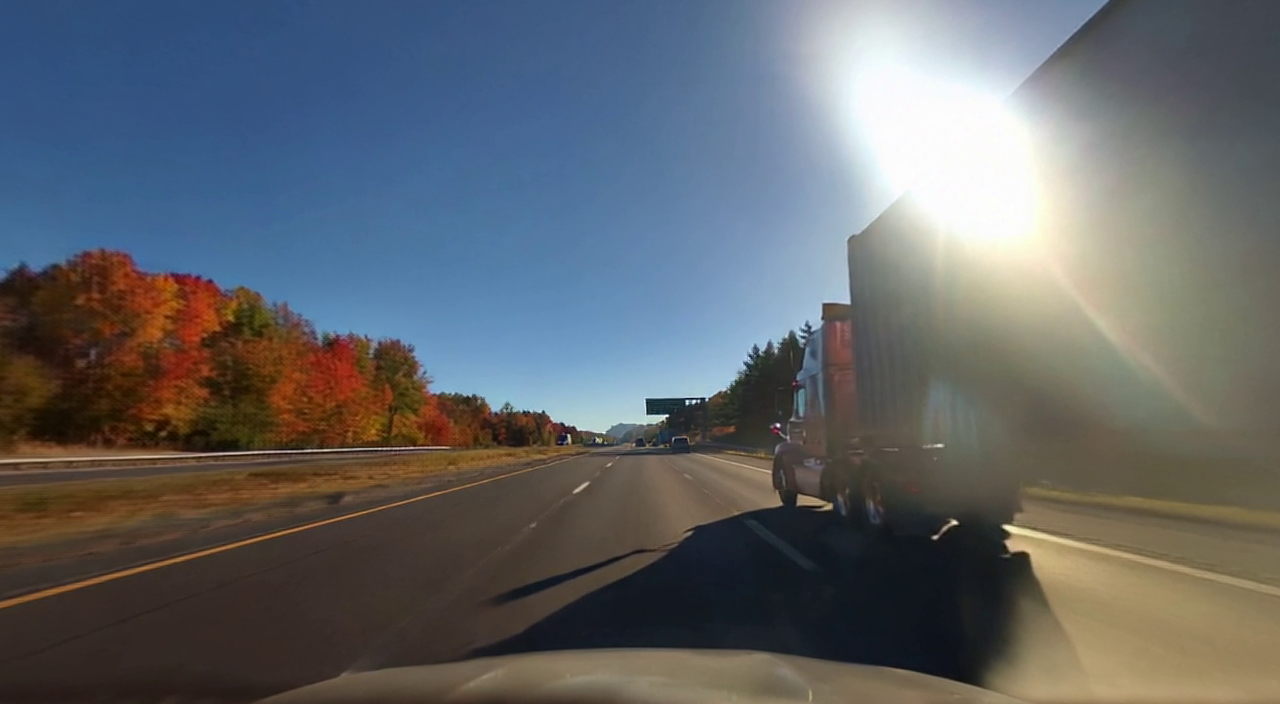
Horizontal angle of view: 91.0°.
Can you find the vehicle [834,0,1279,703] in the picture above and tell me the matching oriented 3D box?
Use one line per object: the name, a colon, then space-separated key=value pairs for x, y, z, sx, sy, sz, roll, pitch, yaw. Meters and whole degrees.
vehicle: x=3.938 y=-0.553 z=1.574 sx=2.903 sy=4.003 sz=13.046 roll=0 pitch=-8 yaw=1
